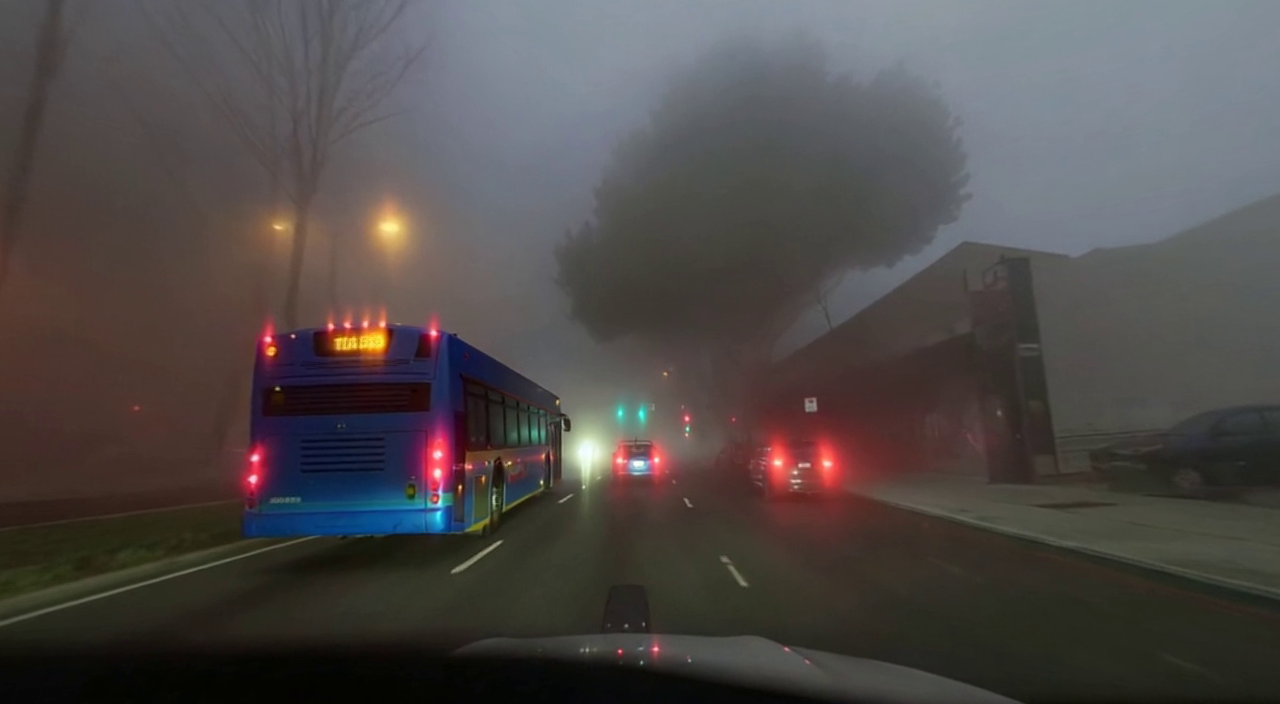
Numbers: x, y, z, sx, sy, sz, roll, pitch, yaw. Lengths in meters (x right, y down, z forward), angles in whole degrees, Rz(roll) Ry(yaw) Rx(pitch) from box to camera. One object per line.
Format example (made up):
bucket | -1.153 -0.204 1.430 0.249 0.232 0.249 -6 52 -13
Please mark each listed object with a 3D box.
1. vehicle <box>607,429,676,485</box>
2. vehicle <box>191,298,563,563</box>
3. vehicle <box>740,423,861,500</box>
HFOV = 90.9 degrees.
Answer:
vehicle | 0.070 3.547 21.548 2.120 1.727 3.917 0 -9 1
vehicle | -3.338 1.465 11.148 2.920 2.884 8.588 0 -9 -1
vehicle | 4.095 2.896 16.999 2.138 1.787 4.522 0 -9 1
